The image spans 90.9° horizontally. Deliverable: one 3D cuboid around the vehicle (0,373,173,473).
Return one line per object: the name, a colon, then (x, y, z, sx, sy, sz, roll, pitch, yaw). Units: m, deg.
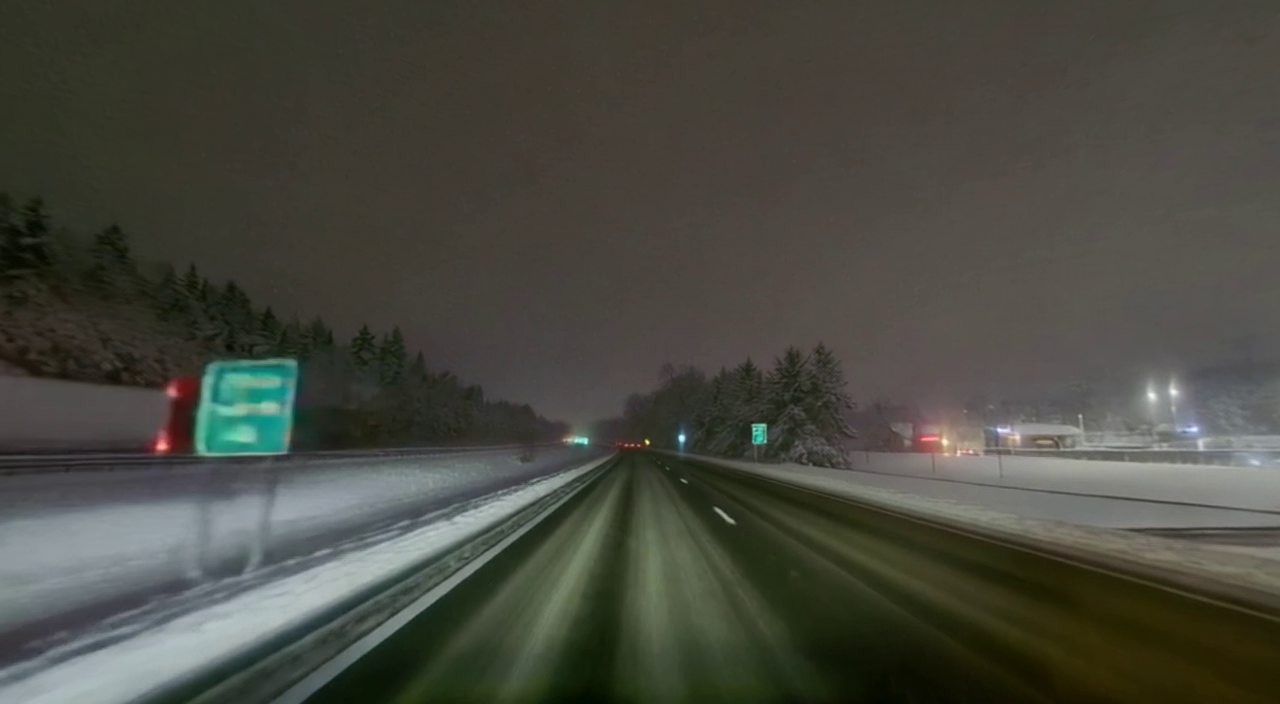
vehicle: (-28.477, 3.175, 27.709, 2.960, 4.169, 16.960, 0, -8, 0)
